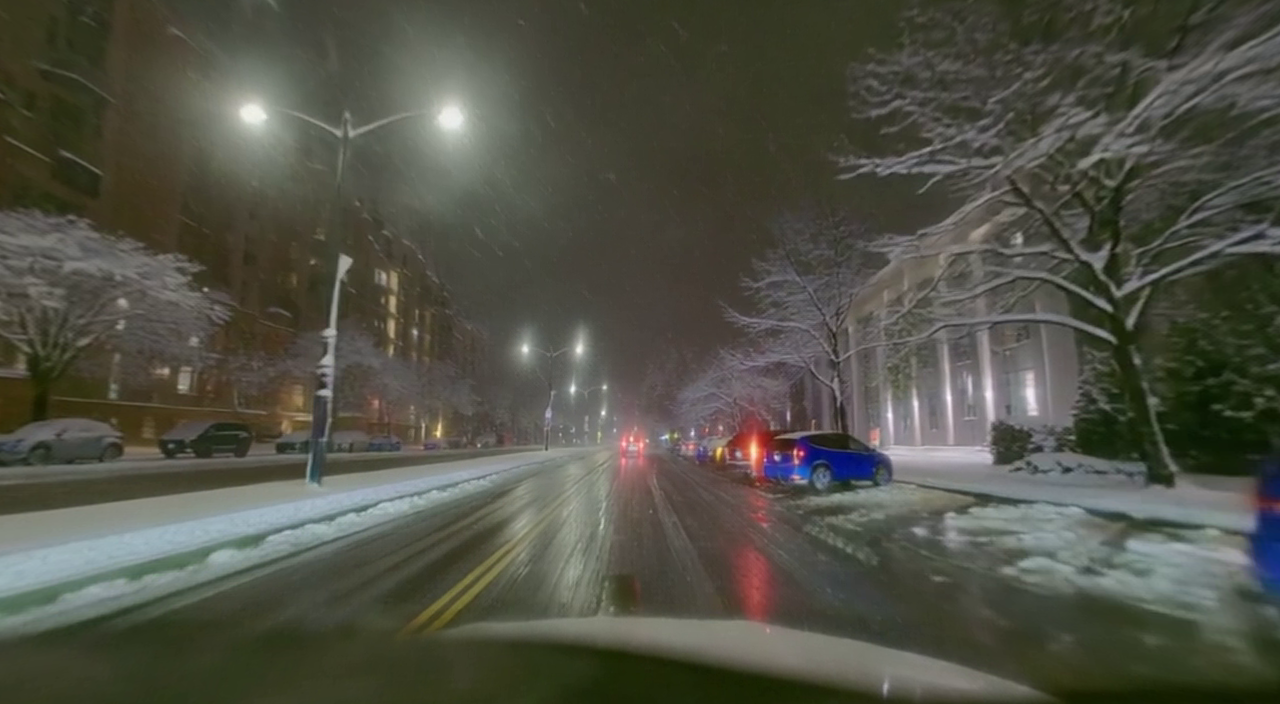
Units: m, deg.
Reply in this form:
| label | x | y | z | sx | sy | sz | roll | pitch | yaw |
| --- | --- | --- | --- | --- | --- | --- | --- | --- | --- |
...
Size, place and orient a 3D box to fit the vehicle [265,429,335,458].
| label | x | y | z | sx | sy | sz | roll | pitch | yaw |
| --- | --- | --- | --- | --- | --- | --- | --- | --- | --- |
| vehicle | -18.963 | 5.110 | 35.334 | 1.807 | 1.501 | 4.134 | 0 | -8 | -3 |

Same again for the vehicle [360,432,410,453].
| label | x | y | z | sx | sy | sz | roll | pitch | yaw |
| --- | --- | --- | --- | --- | --- | --- | --- | --- | --- |
| vehicle | -19.168 | 6.860 | 47.567 | 1.869 | 1.494 | 4.833 | 0 | -8 | -2 |

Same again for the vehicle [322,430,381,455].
| label | x | y | z | sx | sy | sz | roll | pitch | yaw |
| --- | --- | --- | --- | --- | --- | --- | --- | --- | --- |
| vehicle | -18.906 | 5.959 | 41.462 | 1.811 | 1.502 | 4.639 | 0 | -8 | -1 |

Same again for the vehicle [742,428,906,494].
| label | x | y | z | sx | sy | sz | roll | pitch | yaw |
| --- | --- | --- | --- | --- | --- | --- | --- | --- | --- |
| vehicle | 4.797 | 2.744 | 16.269 | 4.047 | 1.497 | 1.898 | 5 | -10 | -35 |

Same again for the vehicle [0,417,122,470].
| label | x | y | z | sx | sy | sz | roll | pitch | yaw |
| --- | --- | --- | --- | --- | --- | --- | --- | --- | --- |
| vehicle | -18.936 | 2.896 | 19.879 | 1.822 | 1.506 | 3.809 | -1 | -8 | 1 |

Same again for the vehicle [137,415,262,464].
| label | x | y | z | sx | sy | sz | roll | pitch | yaw |
| --- | --- | --- | --- | --- | --- | --- | --- | --- | --- |
| vehicle | -18.917 | 3.800 | 27.341 | 1.972 | 1.839 | 4.553 | 3 | -8 | 1 |
